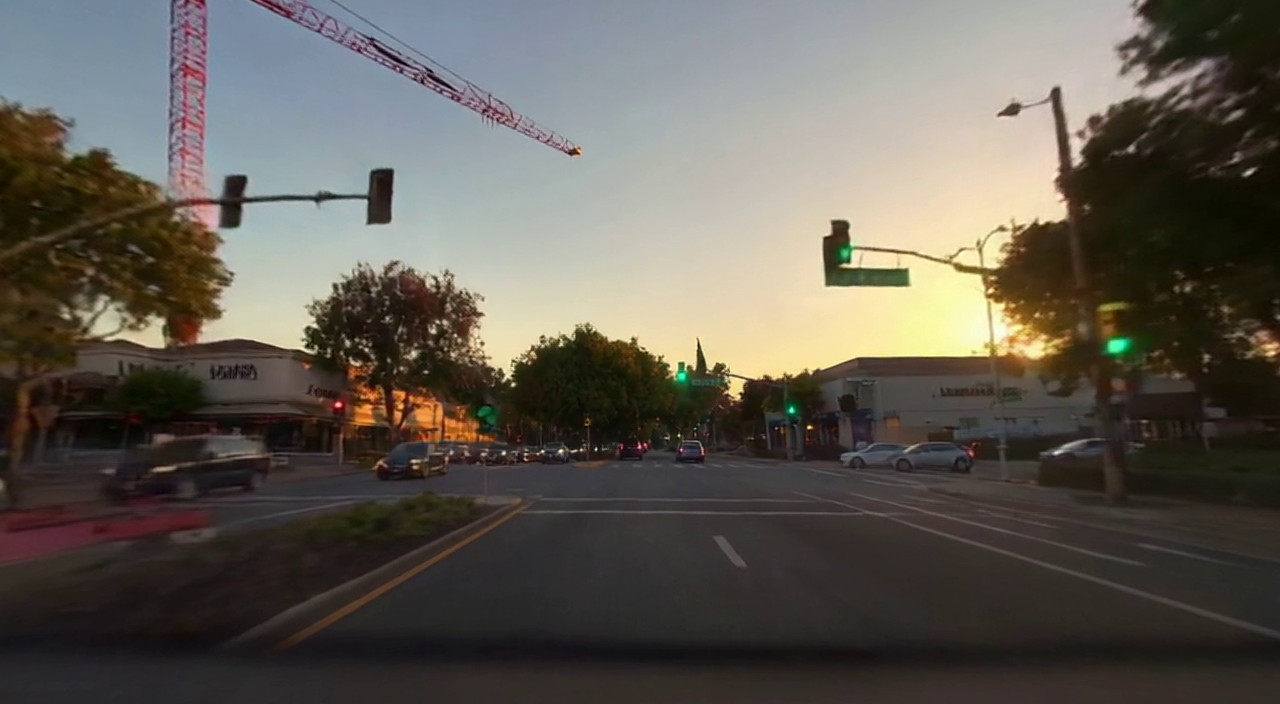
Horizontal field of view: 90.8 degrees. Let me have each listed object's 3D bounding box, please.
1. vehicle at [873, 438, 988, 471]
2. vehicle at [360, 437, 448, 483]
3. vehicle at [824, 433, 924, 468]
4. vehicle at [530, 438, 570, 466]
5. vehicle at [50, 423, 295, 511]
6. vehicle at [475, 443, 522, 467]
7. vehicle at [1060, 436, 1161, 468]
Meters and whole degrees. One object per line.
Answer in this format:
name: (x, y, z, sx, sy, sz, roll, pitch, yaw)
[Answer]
vehicle: (13.757, 4.871, 30.138, 4.506, 1.479, 1.924, 0, -8, 1)
vehicle: (-9.105, 4.196, 24.767, 1.918, 1.640, 3.971, 0, -8, 0)
vehicle: (12.610, 5.343, 34.315, 4.641, 1.772, 2.080, -1, -9, 6)
vehicle: (-5.990, 6.669, 42.432, 1.983, 1.715, 4.466, -2, -8, 0)
vehicle: (-12.051, 3.009, 17.077, 2.249, 1.952, 5.746, 0, -8, 0)
vehicle: (-9.059, 6.655, 40.921, 2.067, 1.460, 4.290, 0, -8, 0)
vehicle: (22.417, 4.747, 30.117, 3.995, 1.463, 1.862, 3, -9, -20)
